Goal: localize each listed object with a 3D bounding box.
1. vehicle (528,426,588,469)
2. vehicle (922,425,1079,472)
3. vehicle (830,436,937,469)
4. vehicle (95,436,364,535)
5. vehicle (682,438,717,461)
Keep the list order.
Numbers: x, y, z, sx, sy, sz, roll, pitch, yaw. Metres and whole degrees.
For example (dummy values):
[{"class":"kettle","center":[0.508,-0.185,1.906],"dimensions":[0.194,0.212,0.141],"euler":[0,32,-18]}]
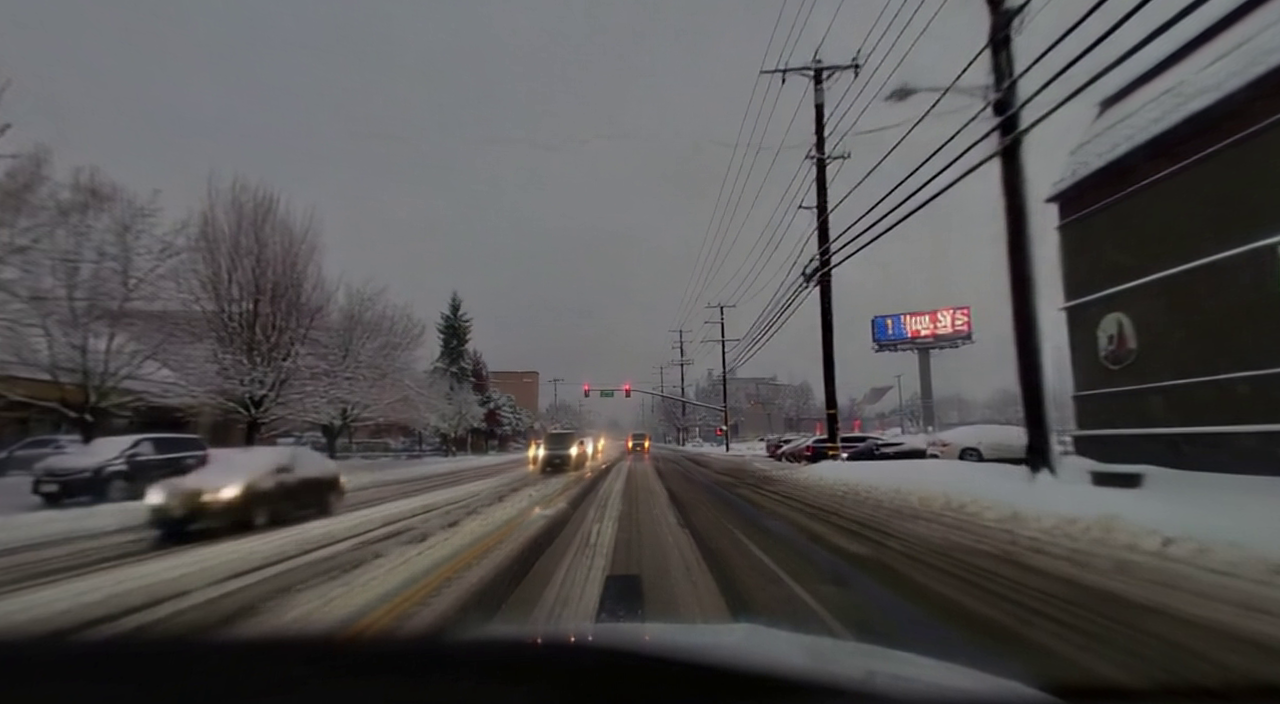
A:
[{"class":"vehicle","center":[-3.936,4.741,31.428],"dimensions":[2.277,1.904,5.583],"euler":[0,-8,0]},{"class":"vehicle","center":[15.023,4.043,26.569],"dimensions":[5.307,1.877,2.052],"euler":[0,-8,-1]},{"class":"vehicle","center":[11.283,4.694,29.493],"dimensions":[4.238,1.464,1.862],"euler":[-1,-9,2]},{"class":"vehicle","center":[-7.253,2.373,11.948],"dimensions":[2.020,1.479,4.612],"euler":[0,-8,0]},{"class":"vehicle","center":[4.071,6.731,43.868],"dimensions":[1.926,1.482,4.442],"euler":[0,-8,0]}]
